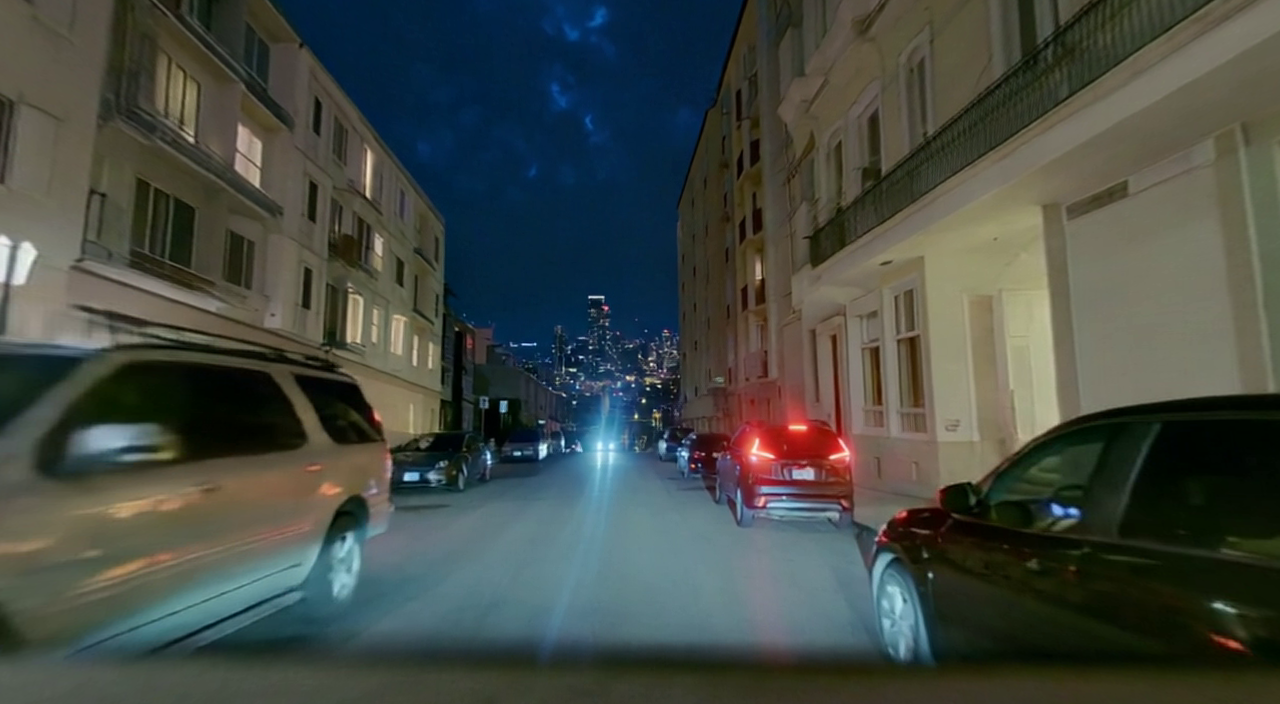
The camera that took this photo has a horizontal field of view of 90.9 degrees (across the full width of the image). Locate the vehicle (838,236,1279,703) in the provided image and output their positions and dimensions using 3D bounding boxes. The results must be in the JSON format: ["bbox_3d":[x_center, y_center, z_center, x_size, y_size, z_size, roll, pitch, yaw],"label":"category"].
[{"bbox_3d":[2.249,0.739,2.066,1.897,1.717,4.028,0,-8,0],"label":"vehicle"}]

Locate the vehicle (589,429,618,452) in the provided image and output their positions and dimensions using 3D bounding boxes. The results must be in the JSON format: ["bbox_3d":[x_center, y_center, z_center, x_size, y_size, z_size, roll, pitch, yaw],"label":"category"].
[{"bbox_3d":[-2.530,6.250,44.444,1.845,1.544,3.388,0,-8,-1],"label":"vehicle"}]

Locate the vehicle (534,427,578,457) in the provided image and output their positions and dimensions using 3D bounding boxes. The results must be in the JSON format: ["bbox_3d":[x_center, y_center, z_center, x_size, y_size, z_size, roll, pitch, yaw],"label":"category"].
[{"bbox_3d":[-4.769,5.224,36.285,1.872,1.484,3.978,5,-9,1],"label":"vehicle"}]

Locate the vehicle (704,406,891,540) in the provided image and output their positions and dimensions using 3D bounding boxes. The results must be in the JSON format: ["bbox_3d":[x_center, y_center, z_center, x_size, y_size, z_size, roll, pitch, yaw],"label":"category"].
[{"bbox_3d":[2.203,1.799,9.996,1.839,1.678,3.918,0,-8,-2],"label":"vehicle"}]

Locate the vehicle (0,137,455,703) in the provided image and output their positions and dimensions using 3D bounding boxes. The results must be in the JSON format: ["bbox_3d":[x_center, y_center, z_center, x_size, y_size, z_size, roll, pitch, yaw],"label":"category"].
[{"bbox_3d":[-2.850,0.619,2.912,2.195,2.103,5.420,0,-8,1],"label":"vehicle"}]
